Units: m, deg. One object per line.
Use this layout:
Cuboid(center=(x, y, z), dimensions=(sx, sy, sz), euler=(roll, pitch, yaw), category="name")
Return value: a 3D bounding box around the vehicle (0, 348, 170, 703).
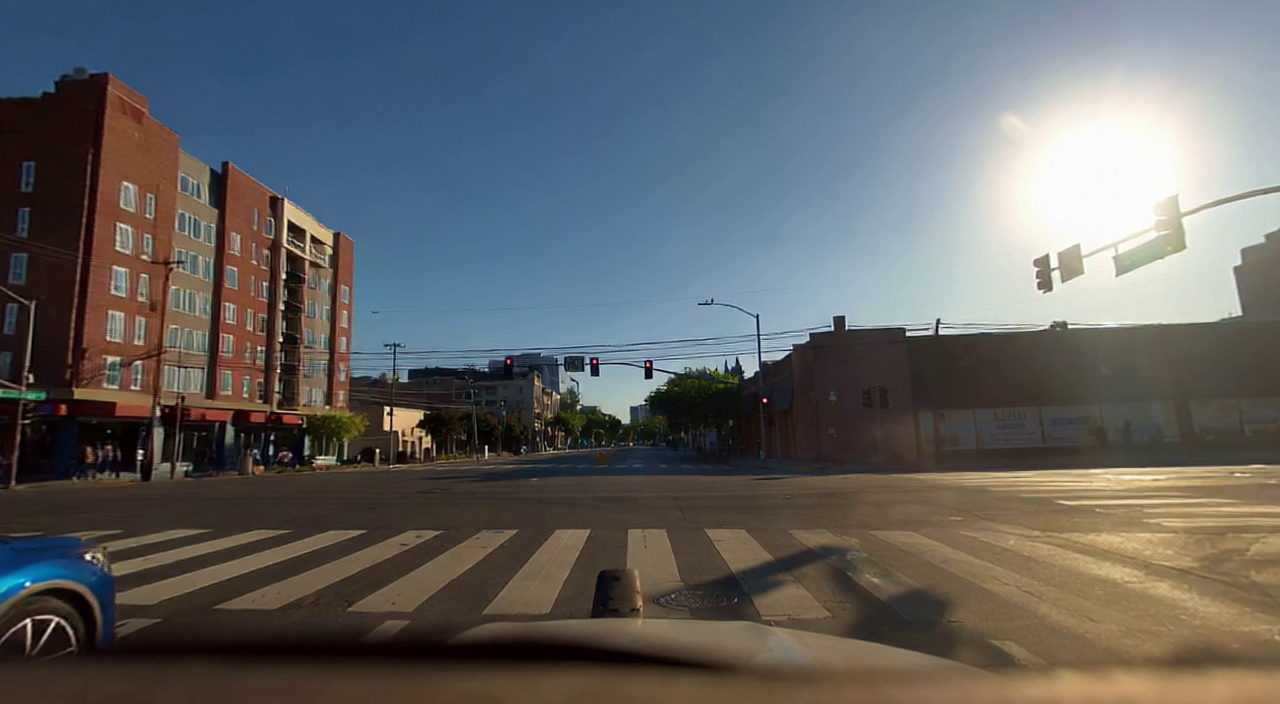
Cuboid(center=(-3.631, 0.620, 1.059), dimensions=(2.109, 1.692, 4.587), euler=(0, -8, 0), category="vehicle")
